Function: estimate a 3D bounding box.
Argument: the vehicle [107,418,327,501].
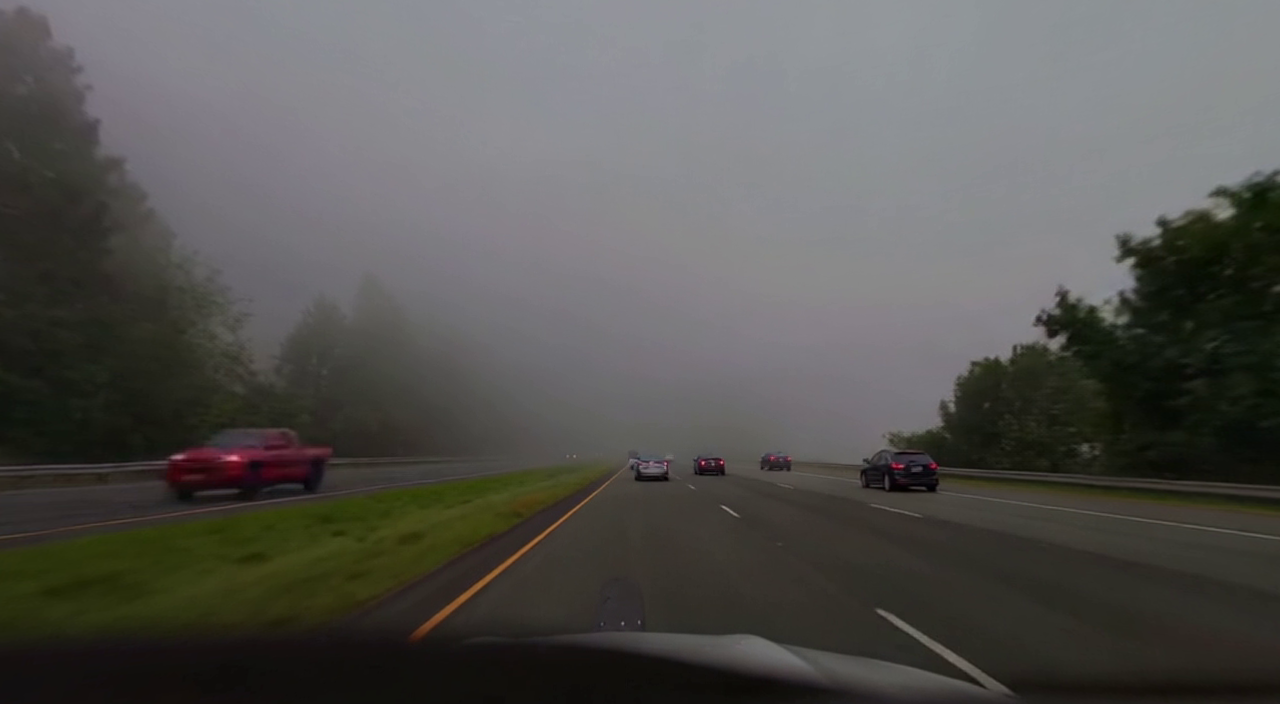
[{"bbox_3d":[-9.308,2.425,14.444,2.037,1.589,4.257,0,-9,1],"label":"vehicle"}]

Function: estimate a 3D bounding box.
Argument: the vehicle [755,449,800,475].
[{"bbox_3d":[8.786,7.023,40.484,1.957,1.594,3.632,0,-9,-1],"label":"vehicle"}]

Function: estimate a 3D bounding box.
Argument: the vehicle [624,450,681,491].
[{"bbox_3d":[0.438,4.514,24.339,2.020,1.426,3.702,0,-9,0],"label":"vehicle"}]

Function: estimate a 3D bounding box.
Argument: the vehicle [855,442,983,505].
[{"bbox_3d":[7.786,3.404,18.023,1.847,1.554,3.752,0,-9,-1],"label":"vehicle"}]

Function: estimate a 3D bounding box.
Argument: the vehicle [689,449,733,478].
[{"bbox_3d":[4.059,6.418,36.537,1.981,1.518,4.029,0,-9,-1],"label":"vehicle"}]
